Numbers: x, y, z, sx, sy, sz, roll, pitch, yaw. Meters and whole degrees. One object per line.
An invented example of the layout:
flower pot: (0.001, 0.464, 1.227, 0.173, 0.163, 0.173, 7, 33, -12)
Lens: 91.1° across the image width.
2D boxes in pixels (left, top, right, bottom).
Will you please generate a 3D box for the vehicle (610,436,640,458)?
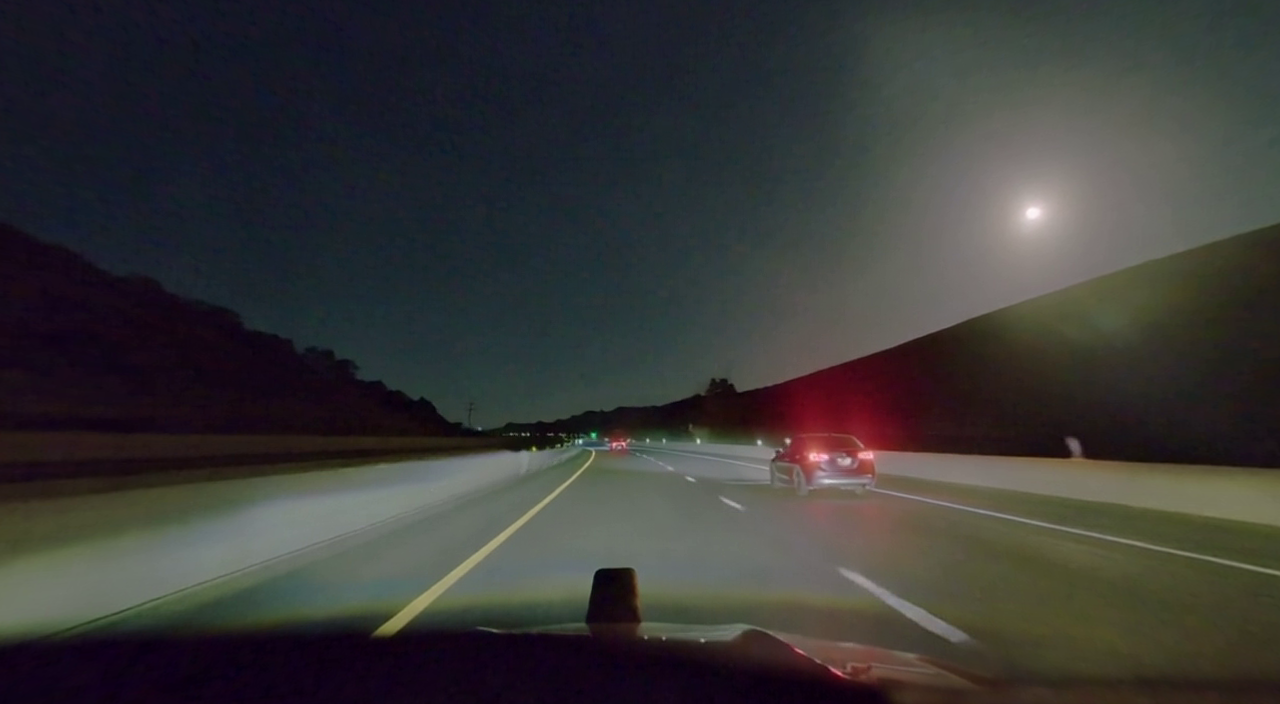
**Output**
vehicle: (-1.107, 6.707, 44.648, 1.998, 1.512, 3.735, 0, -8, -2)

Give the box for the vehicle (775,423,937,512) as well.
vehicle: (4.110, 2.236, 12.652, 1.852, 1.513, 3.652, 0, -8, -2)
